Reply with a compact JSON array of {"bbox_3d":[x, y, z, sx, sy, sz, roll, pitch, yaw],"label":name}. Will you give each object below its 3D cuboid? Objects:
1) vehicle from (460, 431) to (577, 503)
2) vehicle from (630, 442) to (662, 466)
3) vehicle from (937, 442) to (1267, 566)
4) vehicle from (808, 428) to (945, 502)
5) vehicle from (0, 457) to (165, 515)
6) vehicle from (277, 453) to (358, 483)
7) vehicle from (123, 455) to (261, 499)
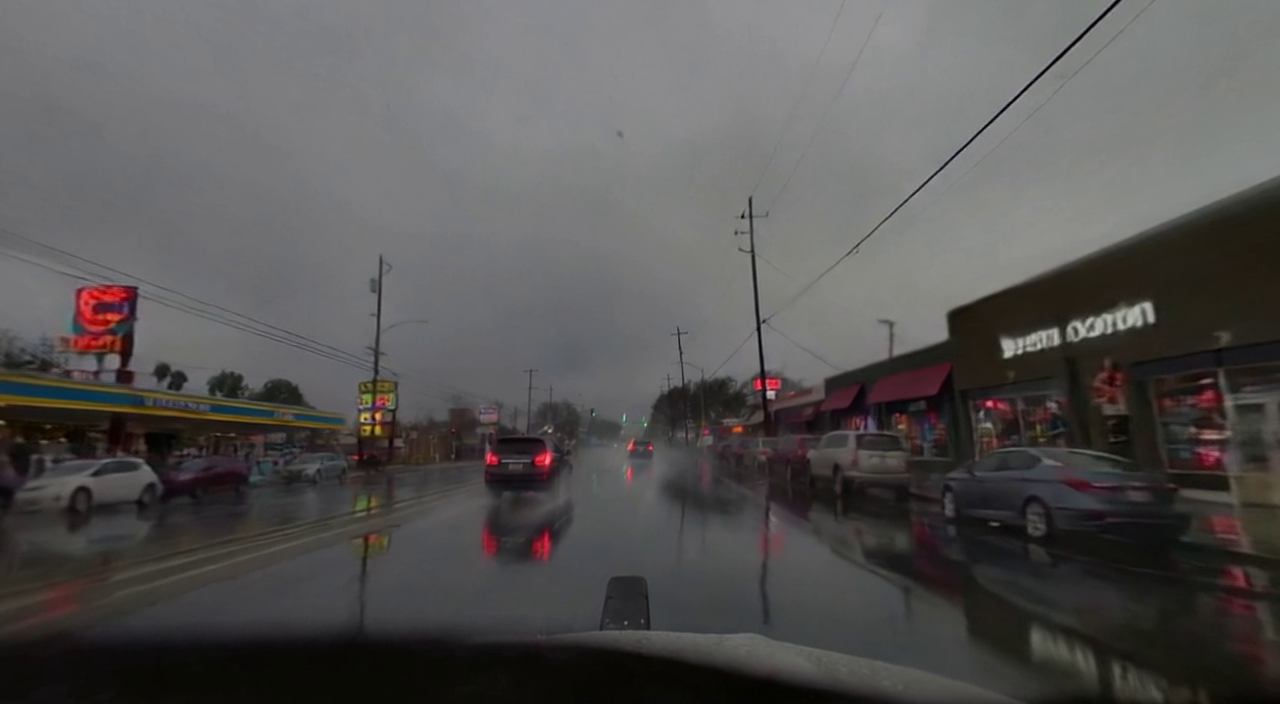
[{"bbox_3d":[-3.027,2.982,16.788,2.049,1.646,4.445,-1,-9,2],"label":"vehicle"},{"bbox_3d":[0.379,6.887,42.652,2.037,1.484,4.073,0,-9,0],"label":"vehicle"},{"bbox_3d":[6.629,2.166,9.829,1.871,1.478,4.272,0,-9,0],"label":"vehicle"},{"bbox_3d":[6.674,3.257,18.605,2.005,1.858,5.253,0,-9,0],"label":"vehicle"},{"bbox_3d":[-17.335,4.026,19.391,1.800,1.470,4.548,0,-9,2],"label":"vehicle"},{"bbox_3d":[-17.209,6.183,33.953,1.894,1.458,4.565,0,-9,1],"label":"vehicle"},{"bbox_3d":[-17.242,4.796,24.600,2.046,1.458,4.539,0,-9,0],"label":"vehicle"}]
